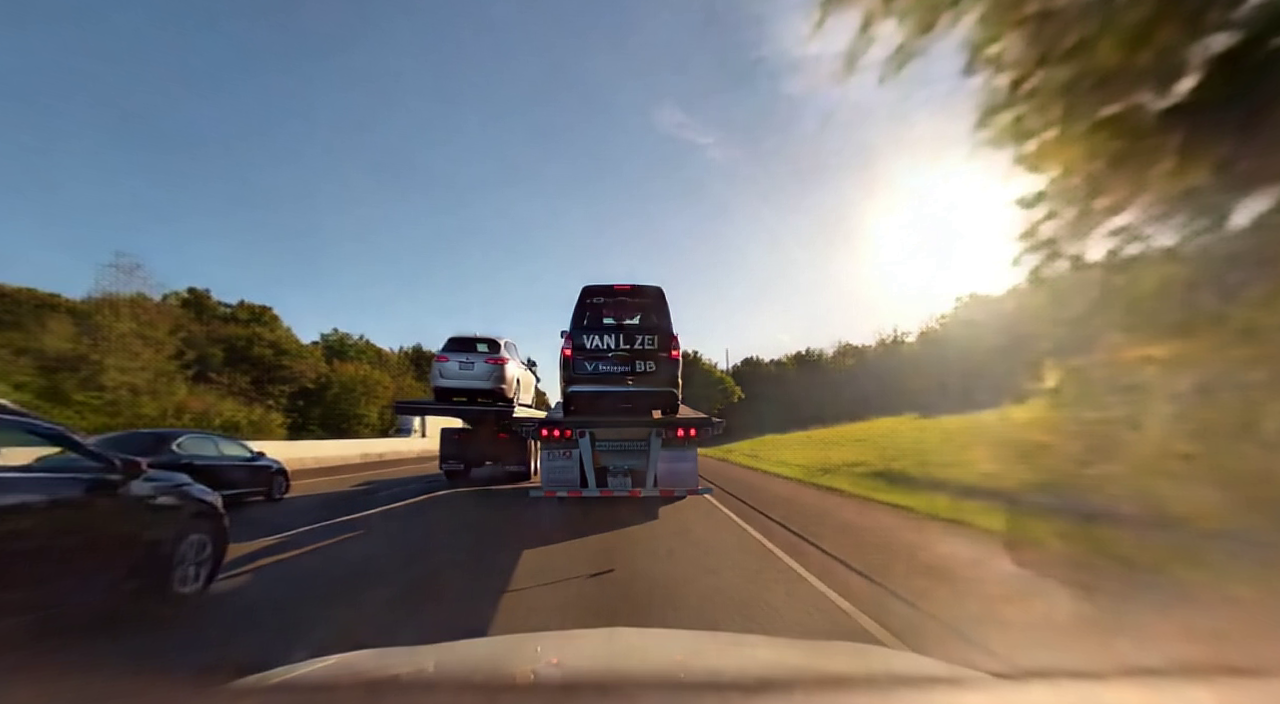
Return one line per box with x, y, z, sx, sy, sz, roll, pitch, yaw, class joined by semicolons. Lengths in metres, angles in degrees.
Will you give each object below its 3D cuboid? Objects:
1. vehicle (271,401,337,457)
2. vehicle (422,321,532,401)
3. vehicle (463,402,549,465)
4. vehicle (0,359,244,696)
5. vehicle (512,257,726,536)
-25.025;5.756;47.073;3.057;4.021;3.104;0;-7;-1;vehicle
-4.551;0.395;18.369;2.118;1.799;4.591;0;-7;-2;vehicle
-4.631;2.889;22.468;2.258;1.970;4.402;-1;-7;-2;vehicle
-4.150;0.849;2.908;1.914;1.675;4.331;0;-7;-2;vehicle
-0.450;1.131;12.836;2.738;3.628;9.223;0;-7;-2;vehicle
